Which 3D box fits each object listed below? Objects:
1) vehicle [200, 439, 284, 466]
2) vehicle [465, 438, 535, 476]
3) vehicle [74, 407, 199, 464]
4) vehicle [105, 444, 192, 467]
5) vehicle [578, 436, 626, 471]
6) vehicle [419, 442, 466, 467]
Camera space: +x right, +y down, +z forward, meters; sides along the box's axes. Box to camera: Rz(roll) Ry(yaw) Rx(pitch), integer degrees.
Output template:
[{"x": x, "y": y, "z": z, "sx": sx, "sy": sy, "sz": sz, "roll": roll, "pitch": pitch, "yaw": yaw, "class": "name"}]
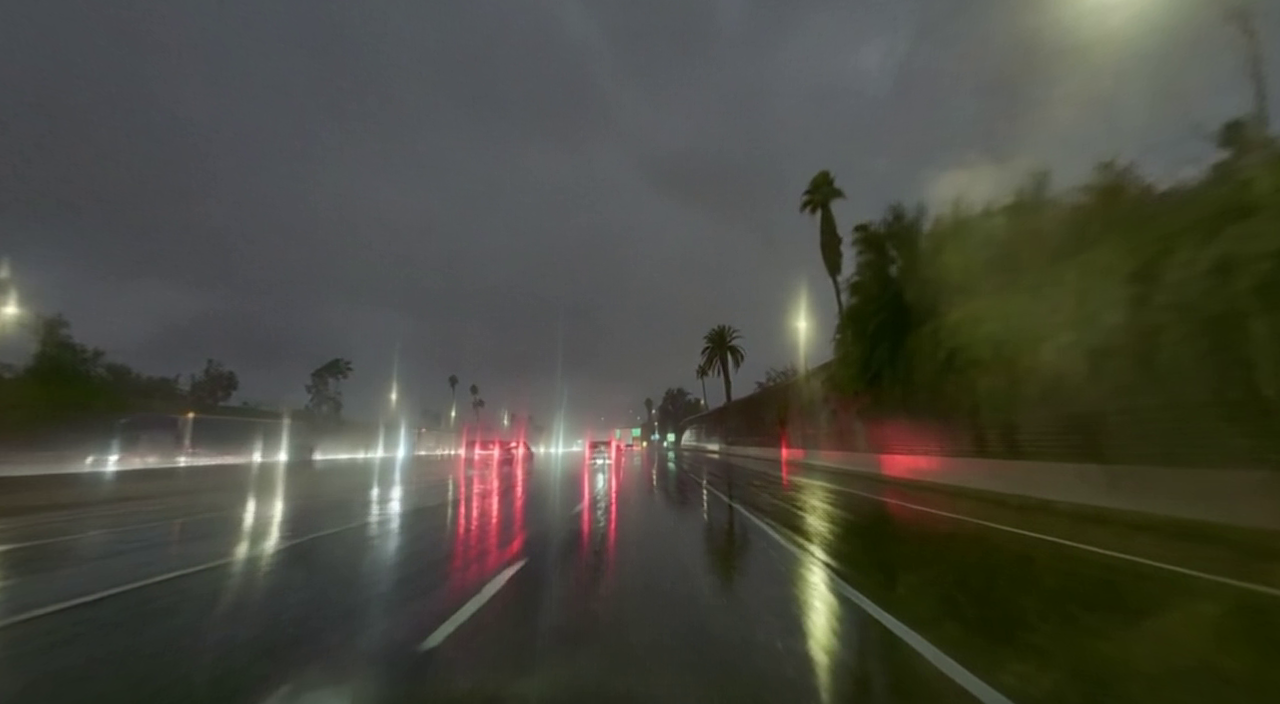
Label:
[{"x": -23.790, "y": 6.005, "z": 37.992, "sx": 1.940, "sy": 1.494, "sz": 4.599, "roll": 0, "pitch": -8, "yaw": 2, "class": "vehicle"}, {"x": -6.628, "y": 5.003, "z": 30.423, "sx": 2.204, "sy": 1.677, "sz": 4.438, "roll": 0, "pitch": -8, "yaw": 2, "class": "vehicle"}, {"x": -36.591, "y": 6.165, "z": 46.338, "sx": 3.004, "sy": 3.870, "sz": 6.956, "roll": 0, "pitch": -8, "yaw": 3, "class": "vehicle"}, {"x": -32.750, "y": 6.899, "z": 42.289, "sx": 1.826, "sy": 1.483, "sz": 4.797, "roll": -1, "pitch": -8, "yaw": 3, "class": "vehicle"}, {"x": -1.905, "y": 5.262, "z": 32.962, "sx": 2.201, "sy": 1.672, "sz": 4.128, "roll": 0, "pitch": -8, "yaw": 1, "class": "vehicle"}, {"x": -13.987, "y": 7.264, "z": 45.064, "sx": 1.836, "sy": 1.662, "sz": 4.317, "roll": 0, "pitch": -8, "yaw": 2, "class": "vehicle"}]
